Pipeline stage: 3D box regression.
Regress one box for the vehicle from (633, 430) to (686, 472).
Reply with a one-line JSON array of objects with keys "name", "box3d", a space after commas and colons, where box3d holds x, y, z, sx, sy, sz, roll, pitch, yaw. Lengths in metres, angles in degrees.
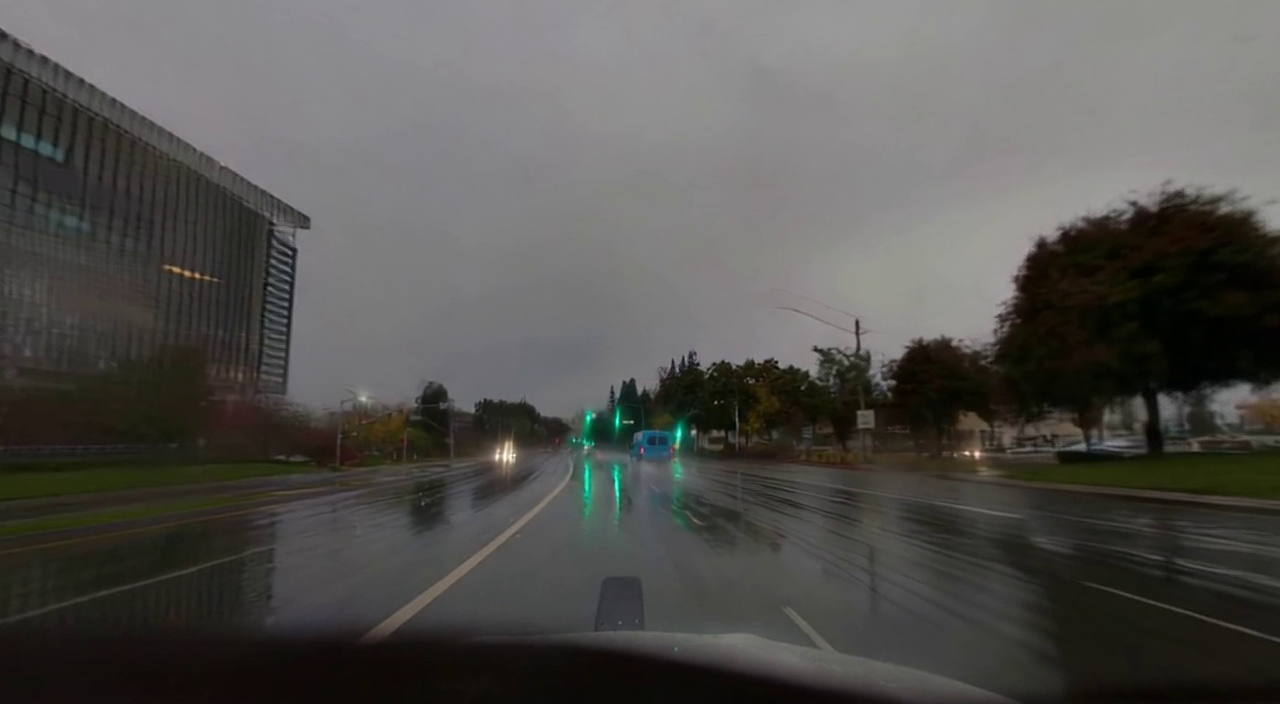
[{"name": "vehicle", "box3d": [1.012, 5.723, 36.526, 2.339, 2.244, 4.817, 1, -9, -7]}]
